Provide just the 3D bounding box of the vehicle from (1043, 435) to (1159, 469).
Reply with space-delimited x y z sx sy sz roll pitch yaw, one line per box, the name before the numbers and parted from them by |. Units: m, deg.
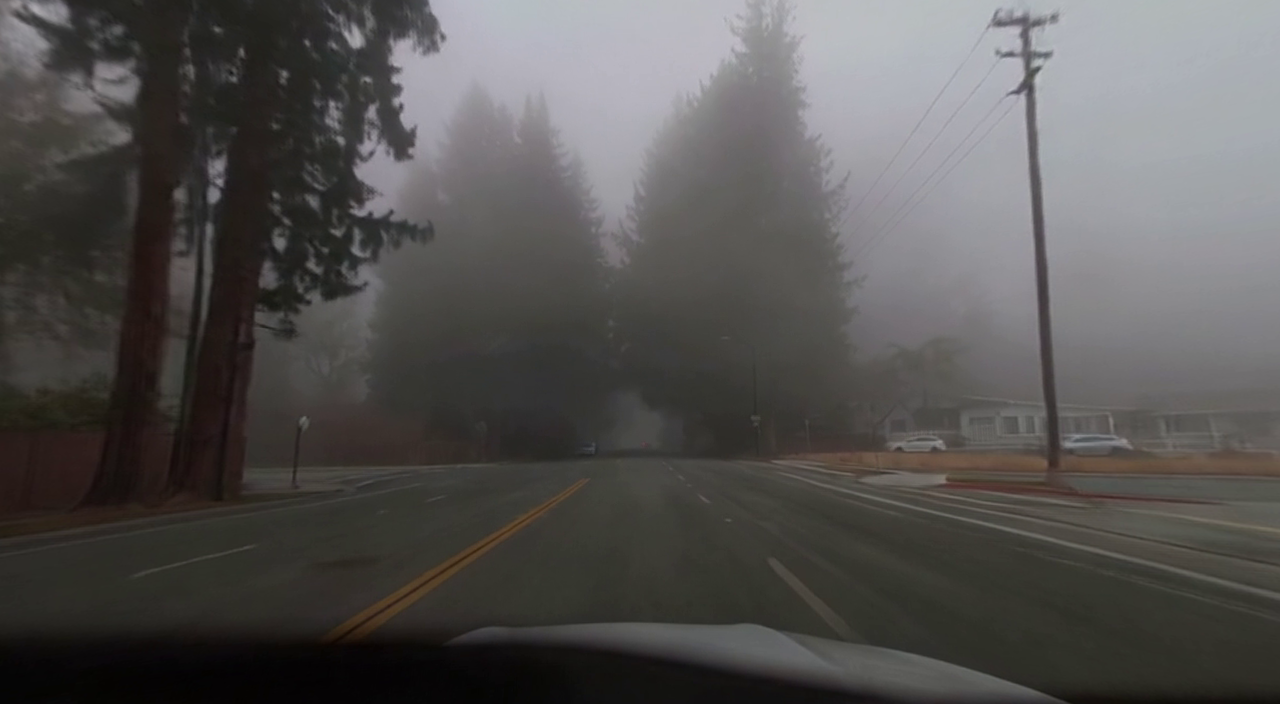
vehicle | 24.620 5.347 33.833 4.508 1.687 2.070 -3 -9 19
